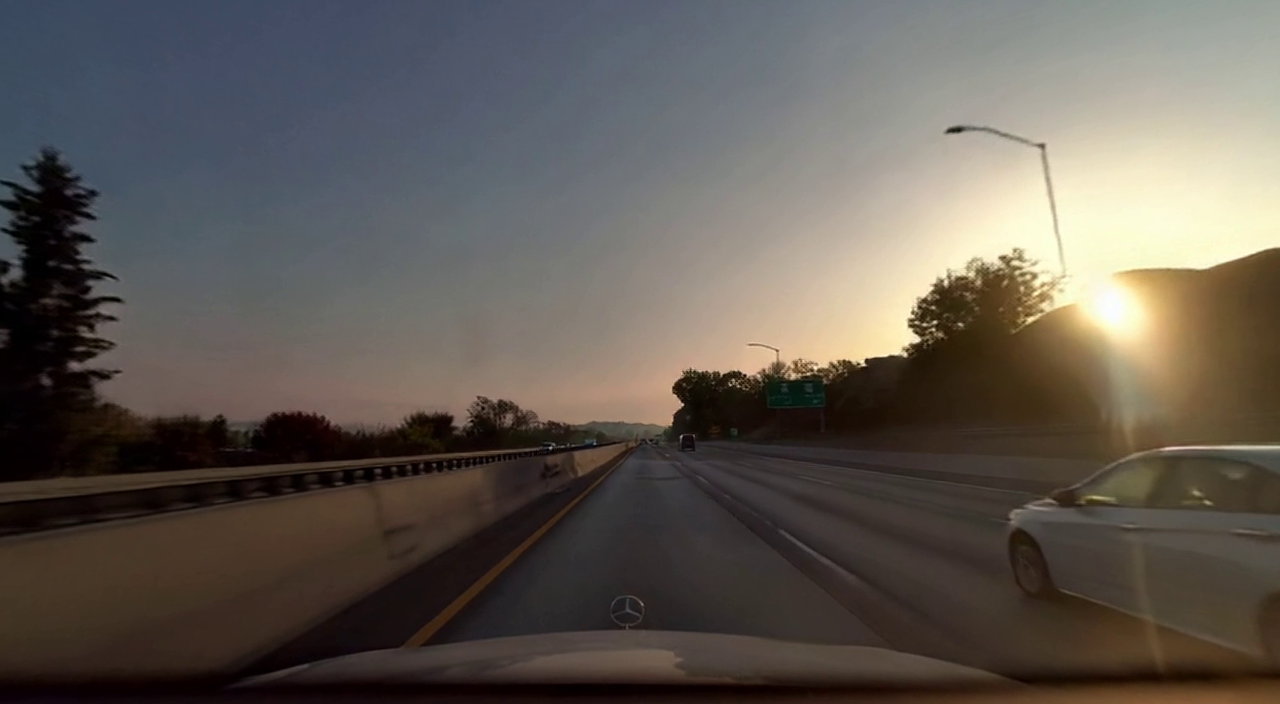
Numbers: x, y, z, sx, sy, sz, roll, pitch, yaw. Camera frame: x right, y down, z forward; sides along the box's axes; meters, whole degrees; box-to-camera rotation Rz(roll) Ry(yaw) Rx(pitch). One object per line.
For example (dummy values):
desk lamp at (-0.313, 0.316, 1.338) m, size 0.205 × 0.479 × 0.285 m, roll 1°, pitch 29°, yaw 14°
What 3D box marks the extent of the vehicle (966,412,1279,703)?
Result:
vehicle at (3.607, 1.053, 3.337) m, size 1.683 × 1.400 × 3.868 m, roll 0°, pitch -8°, yaw 0°
